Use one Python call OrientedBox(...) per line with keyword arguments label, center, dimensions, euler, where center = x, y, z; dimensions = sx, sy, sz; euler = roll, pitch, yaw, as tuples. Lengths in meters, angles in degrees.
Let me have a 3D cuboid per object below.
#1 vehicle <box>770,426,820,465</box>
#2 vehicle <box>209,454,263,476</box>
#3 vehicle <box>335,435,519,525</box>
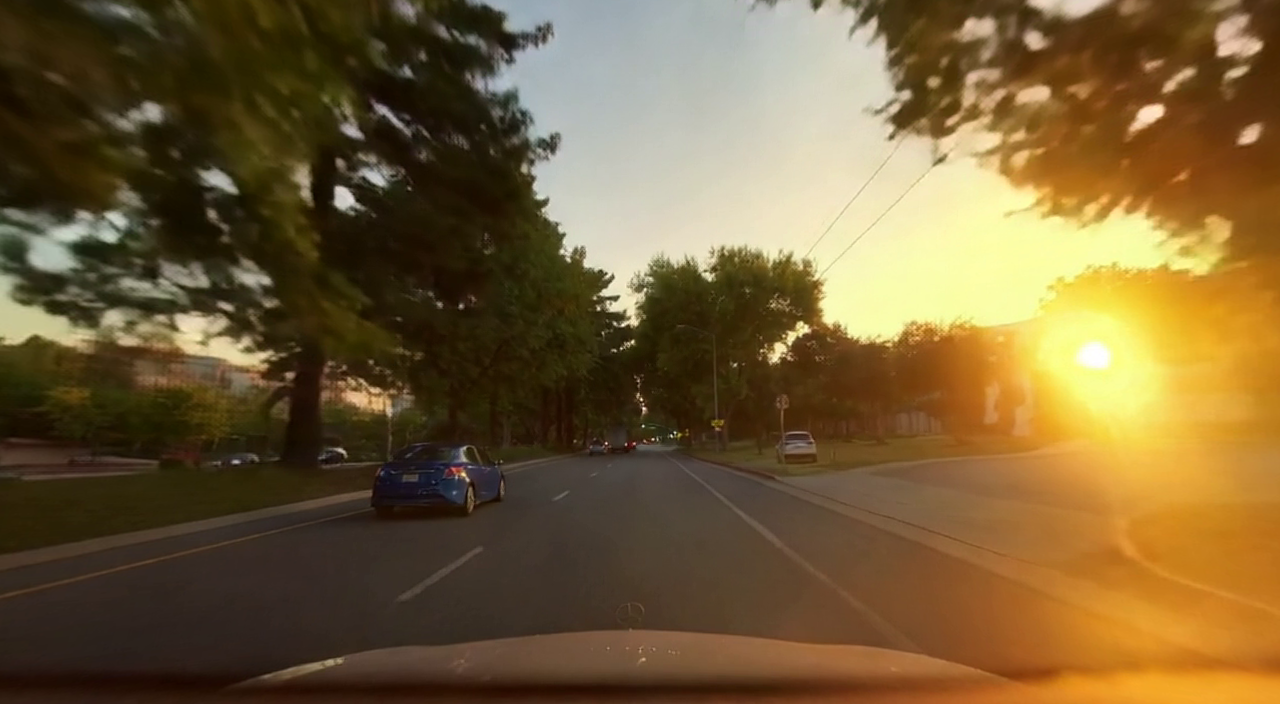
OrientedBox(label="vehicle", center=(7.318, 4.439, 29.947), dimensions=(1.594, 1.688, 2.861), euler=(-1, -8, 0))
OrientedBox(label="vehicle", center=(-31.824, 8.876, 49.793), dimensions=(1.811, 1.550, 3.710), euler=(-1, -8, 0))
OrientedBox(label="vehicle", center=(-3.939, 2.433, 12.663), dimensions=(2.033, 1.454, 4.512), euler=(-1, -8, 1))
